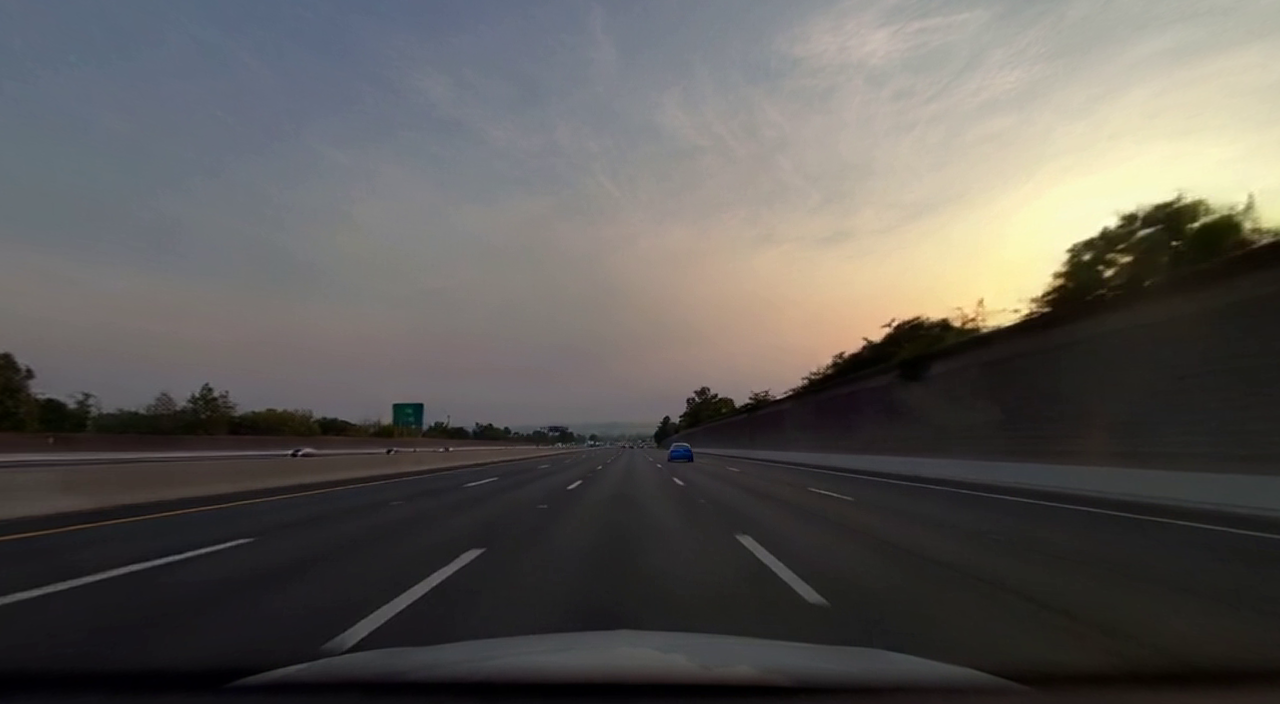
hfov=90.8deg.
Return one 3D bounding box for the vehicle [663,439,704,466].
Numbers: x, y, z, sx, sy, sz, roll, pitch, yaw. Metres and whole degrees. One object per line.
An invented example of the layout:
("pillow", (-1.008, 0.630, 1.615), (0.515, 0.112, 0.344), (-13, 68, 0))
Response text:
("vehicle", (2.766, 6.458, 40.749), (2.270, 1.615, 3.770), (0, -8, -2))
